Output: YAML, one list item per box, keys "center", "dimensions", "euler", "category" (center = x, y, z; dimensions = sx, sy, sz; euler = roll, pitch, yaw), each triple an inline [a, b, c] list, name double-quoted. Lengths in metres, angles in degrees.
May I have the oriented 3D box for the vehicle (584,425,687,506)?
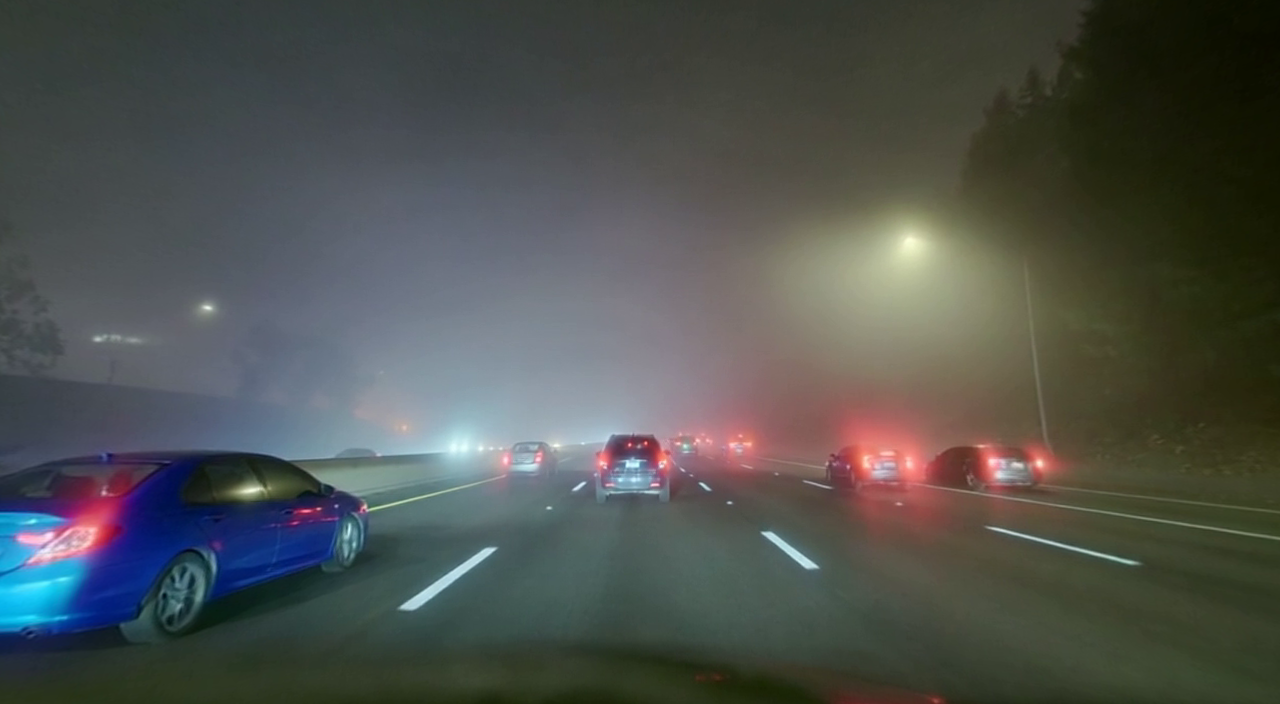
- center: [-0.070, 2.738, 15.530]
  dimensions: [2.181, 1.697, 4.021]
  euler: [0, -9, 1]
  category: "vehicle"

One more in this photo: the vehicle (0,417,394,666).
- center: [-4.252, 1.469, 6.053]
  dimensions: [1.974, 1.478, 4.412]
  euler: [0, -9, 0]
  category: "vehicle"

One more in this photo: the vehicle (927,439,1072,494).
- center: [11.146, 3.550, 19.987]
  dimensions: [2.008, 1.516, 4.385]
  euler: [0, -9, 0]
  category: "vehicle"

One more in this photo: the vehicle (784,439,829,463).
- center: [11.666, 6.977, 44.436]
  dimensions: [1.992, 1.625, 4.359]
  euler: [0, -9, 0]
  category: "vehicle"

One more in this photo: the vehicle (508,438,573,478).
- center: [-4.006, 4.362, 26.145]
  dimensions: [1.947, 1.516, 4.295]
  euler: [0, -9, 1]
  category: "vehicle"

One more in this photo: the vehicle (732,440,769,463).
- center: [7.653, 6.924, 43.856]
  dimensions: [1.880, 1.526, 3.641]
  euler: [0, -9, 0]
  category: "vehicle"

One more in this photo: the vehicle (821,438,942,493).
- center: [7.488, 3.547, 20.120]
  dimensions: [2.049, 1.521, 4.604]
  euler: [0, -9, 0]
  category: "vehicle"
